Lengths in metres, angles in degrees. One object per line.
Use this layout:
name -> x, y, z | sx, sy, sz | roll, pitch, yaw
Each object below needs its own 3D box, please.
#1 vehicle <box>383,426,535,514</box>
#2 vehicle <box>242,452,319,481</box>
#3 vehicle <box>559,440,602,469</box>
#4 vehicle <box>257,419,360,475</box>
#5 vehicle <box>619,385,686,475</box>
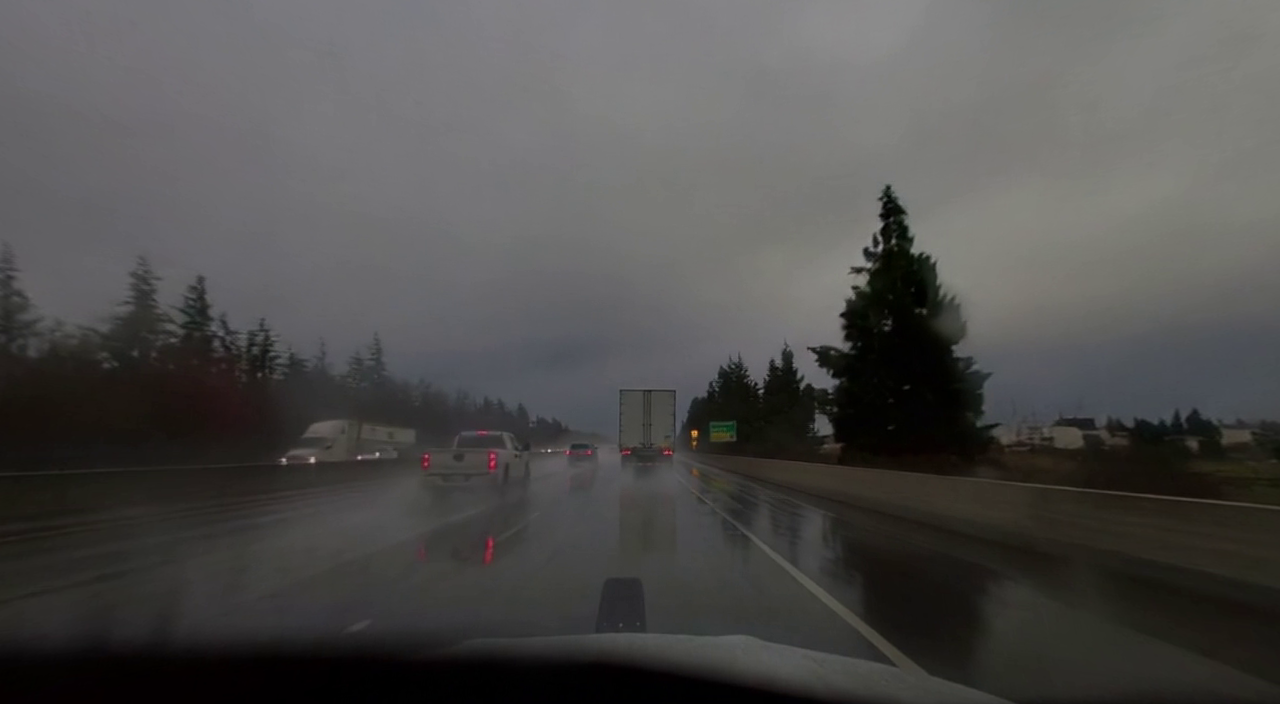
vehicle -> -4.077, 2.747, 15.217 | 2.140, 1.750, 4.901 | 0, -9, 1
vehicle -> -20.930, 6.658, 36.877 | 1.853, 1.523, 4.358 | 0, -9, 1
vehicle -> -3.944, 6.867, 42.490 | 2.285, 1.833, 4.984 | 0, -9, 1
vehicle -> -25.357, 7.364, 48.835 | 3.028, 3.953, 8.716 | 0, -9, 1
vehicle -> 0.513, 4.450, 34.817 | 3.052, 4.132, 11.336 | 0, -9, -1
